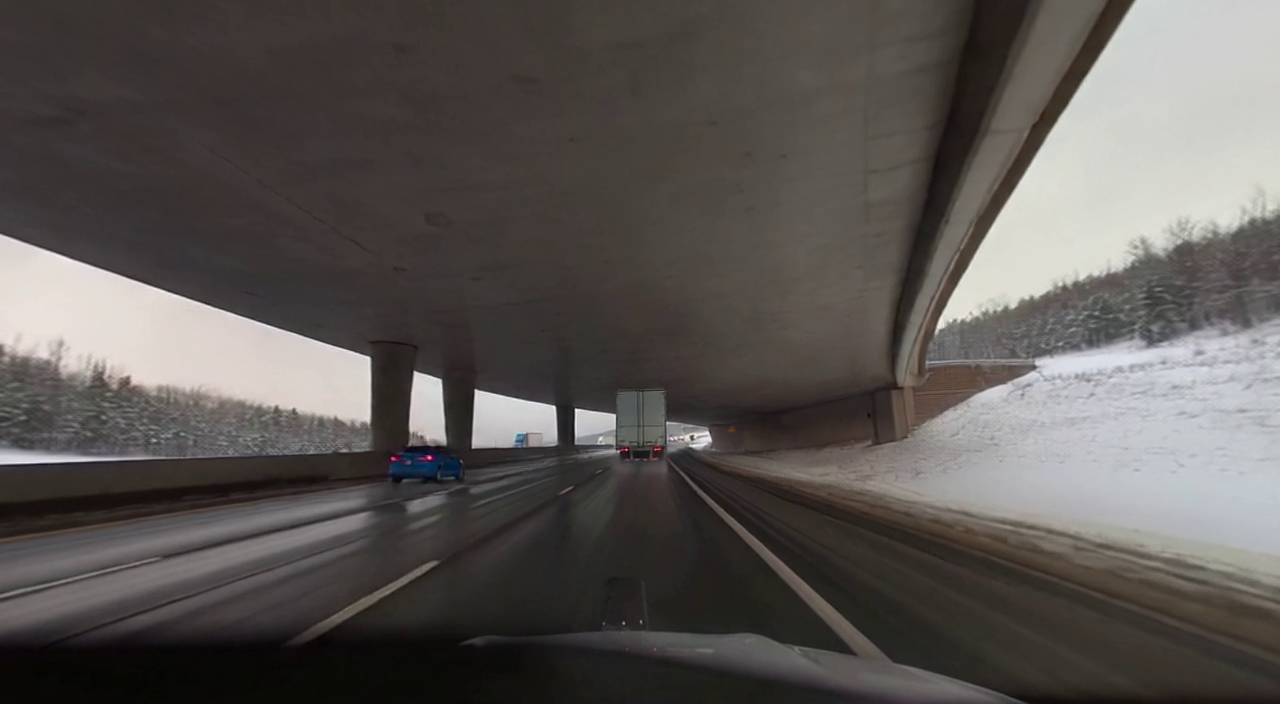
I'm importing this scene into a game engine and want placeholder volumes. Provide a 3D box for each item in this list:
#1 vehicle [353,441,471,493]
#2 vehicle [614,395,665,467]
[{"bbox_3d":[-7.231,3.681,20.606,2.078,1.496,4.563,0,-8,1],"label":"vehicle"},{"bbox_3d":[0.060,5.297,41.323,2.866,4.014,11.261,0,-8,1],"label":"vehicle"}]
